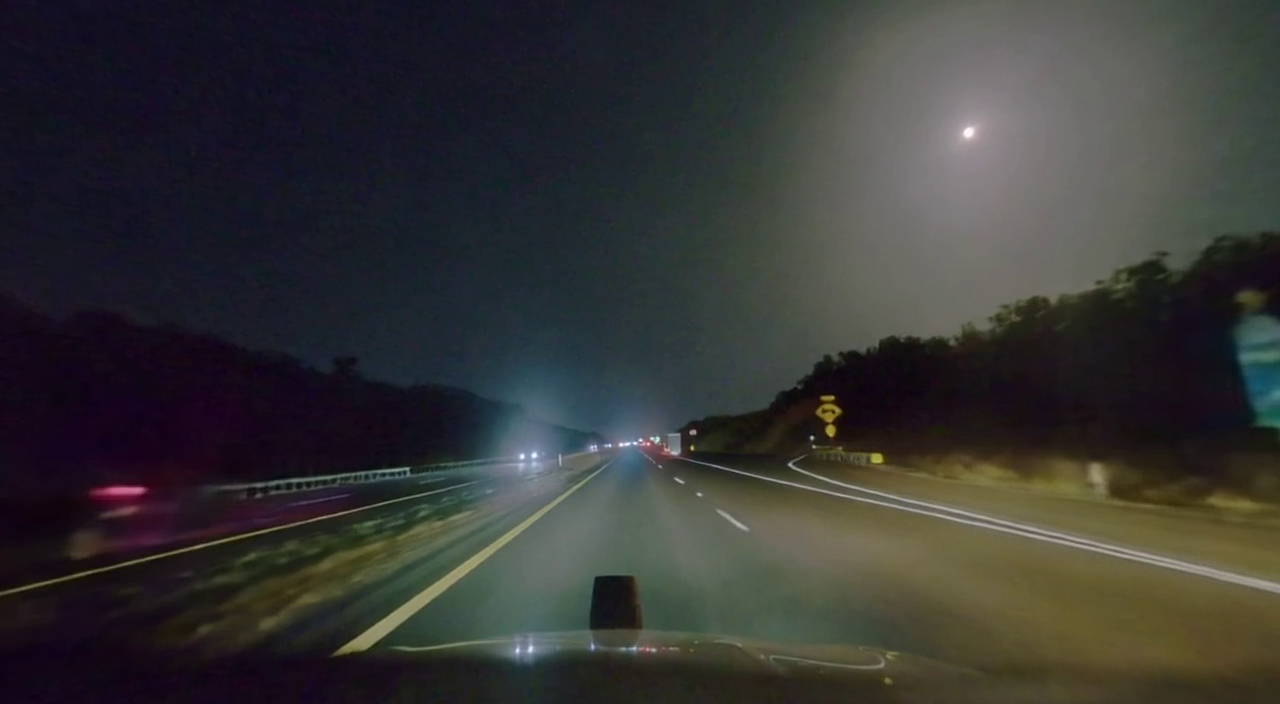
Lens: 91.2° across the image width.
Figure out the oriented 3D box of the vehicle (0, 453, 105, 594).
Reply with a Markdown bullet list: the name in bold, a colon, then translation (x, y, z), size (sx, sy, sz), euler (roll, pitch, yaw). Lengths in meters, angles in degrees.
- **vehicle**: translation (-8.260, 1.847, 6.318), size (1.961, 1.587, 4.391), euler (0, -9, -3)
